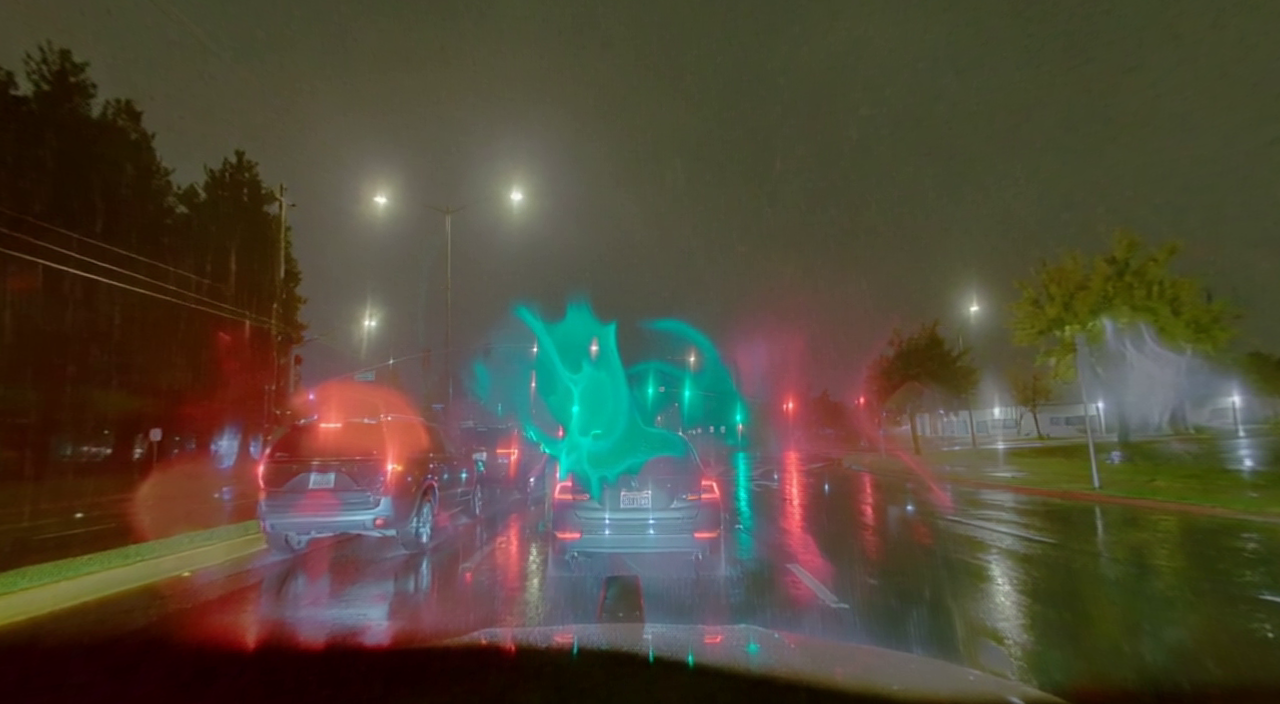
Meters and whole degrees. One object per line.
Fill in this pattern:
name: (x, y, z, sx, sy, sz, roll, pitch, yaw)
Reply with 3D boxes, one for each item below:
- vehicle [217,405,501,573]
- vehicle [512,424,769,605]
vehicle: (-3.429, 1.755, 8.823, 2.046, 1.751, 4.208, 0, -8, -1)
vehicle: (-0.052, 1.646, 7.308, 2.126, 1.475, 3.967, 0, -8, -2)
